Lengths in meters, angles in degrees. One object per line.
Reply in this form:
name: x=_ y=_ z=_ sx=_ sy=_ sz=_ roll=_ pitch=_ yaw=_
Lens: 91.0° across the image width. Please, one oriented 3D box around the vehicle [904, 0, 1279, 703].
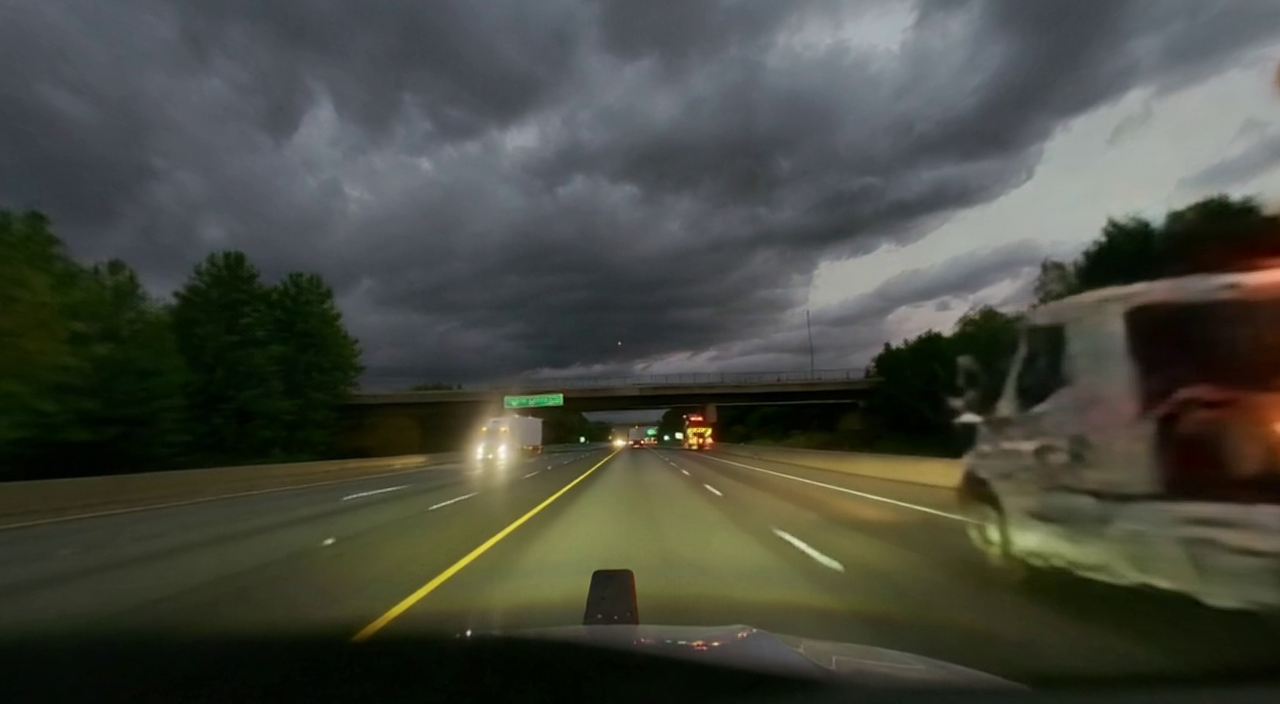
vehicle: x=4.400 y=-0.138 z=2.146 sx=3.017 sy=3.341 sz=8.519 roll=-4 pitch=-7 yaw=-1
